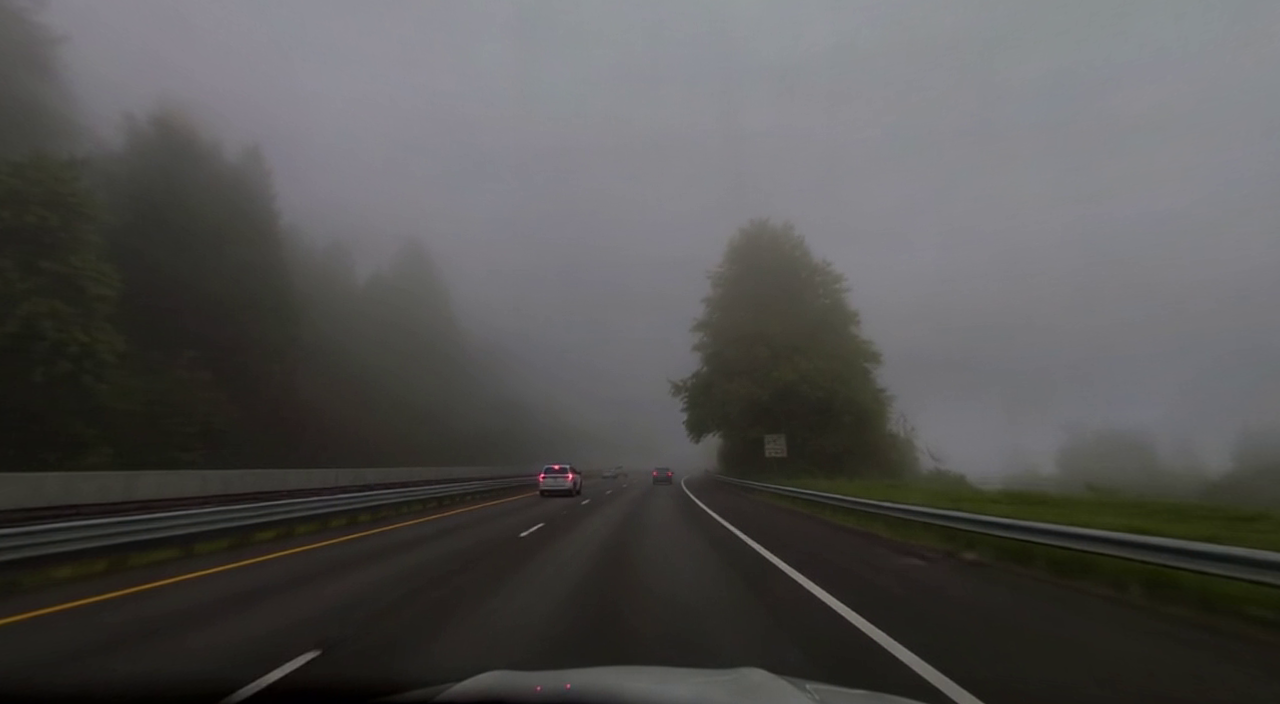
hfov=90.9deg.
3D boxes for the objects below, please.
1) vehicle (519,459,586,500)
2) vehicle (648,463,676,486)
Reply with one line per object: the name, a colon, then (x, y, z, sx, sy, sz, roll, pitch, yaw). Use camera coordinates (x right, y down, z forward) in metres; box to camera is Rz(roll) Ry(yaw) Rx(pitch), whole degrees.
vehicle: (-3.671, 5.468, 27.286, 2.063, 1.556, 4.740, 1, -10, 1)
vehicle: (1.619, 9.108, 46.814, 2.000, 1.594, 3.996, 1, -10, 2)
